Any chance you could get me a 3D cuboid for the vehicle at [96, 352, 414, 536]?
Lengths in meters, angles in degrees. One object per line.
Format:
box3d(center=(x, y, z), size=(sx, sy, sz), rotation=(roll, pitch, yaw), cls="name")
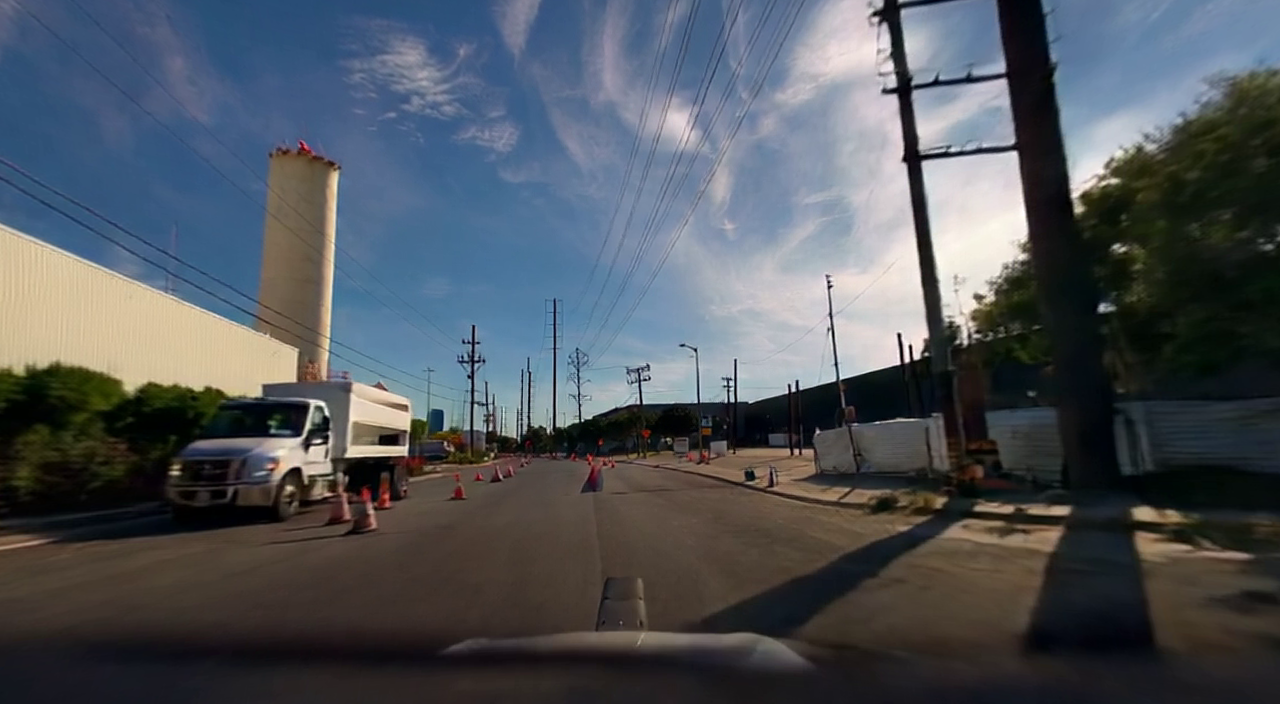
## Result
box3d(center=(-8.204, 2.216, 15.198), size=(2.991, 3.173, 7.929), rotation=(-1, -9, -3), cls="vehicle")
